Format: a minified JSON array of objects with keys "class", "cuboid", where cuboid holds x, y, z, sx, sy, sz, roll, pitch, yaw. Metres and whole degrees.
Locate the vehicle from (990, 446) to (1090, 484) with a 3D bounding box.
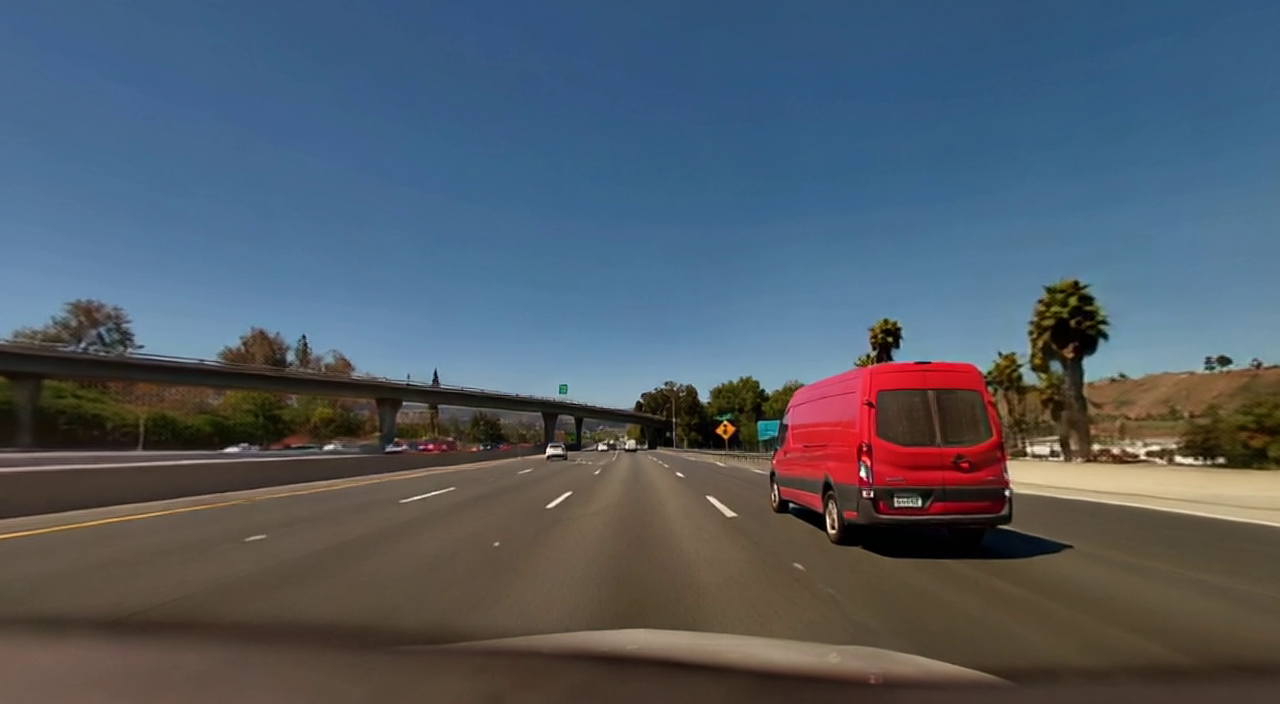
[{"class":"vehicle","cuboid":[20.266,5.709,32.089,2.294,1.737,4.708,-1,-8,5]}]
